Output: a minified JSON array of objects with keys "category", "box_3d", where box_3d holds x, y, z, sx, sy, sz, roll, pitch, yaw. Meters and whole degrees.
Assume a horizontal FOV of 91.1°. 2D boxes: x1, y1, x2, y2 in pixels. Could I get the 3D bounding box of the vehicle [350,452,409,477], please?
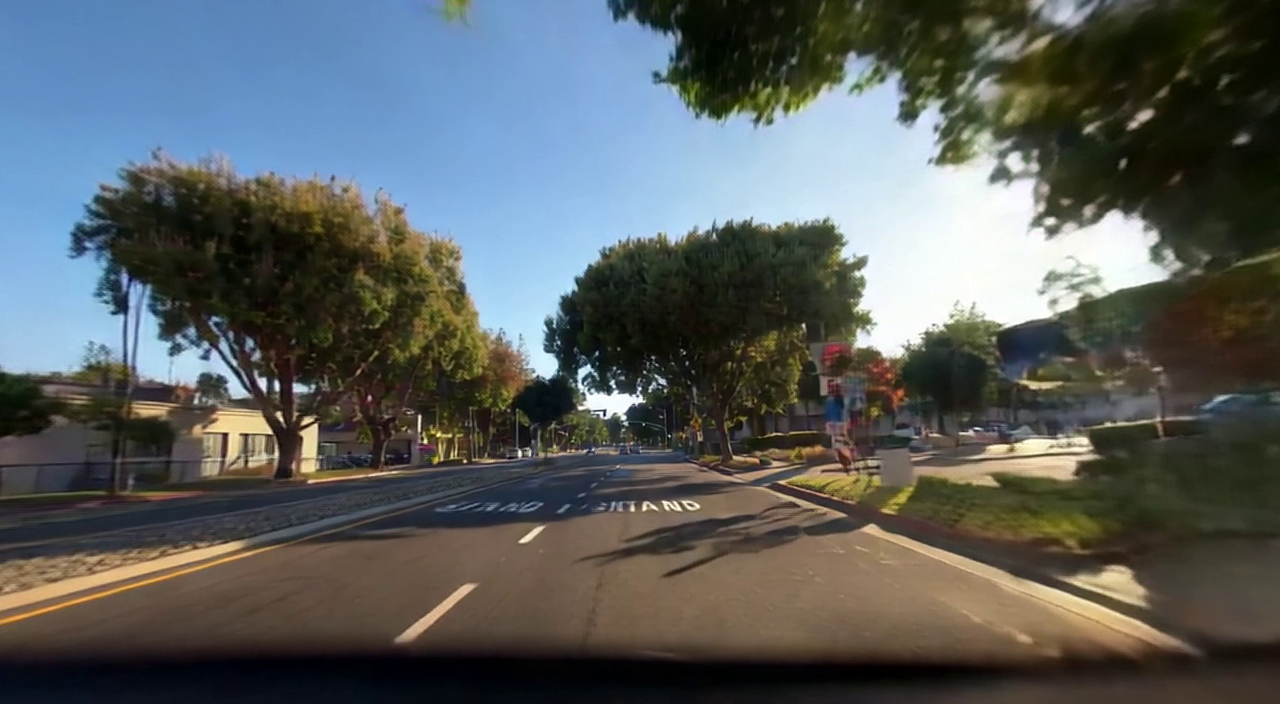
[{"category":"vehicle","box_3d":[-17.303,7.452,41.918,1.861,1.541,4.530,0,-9,2]}]
